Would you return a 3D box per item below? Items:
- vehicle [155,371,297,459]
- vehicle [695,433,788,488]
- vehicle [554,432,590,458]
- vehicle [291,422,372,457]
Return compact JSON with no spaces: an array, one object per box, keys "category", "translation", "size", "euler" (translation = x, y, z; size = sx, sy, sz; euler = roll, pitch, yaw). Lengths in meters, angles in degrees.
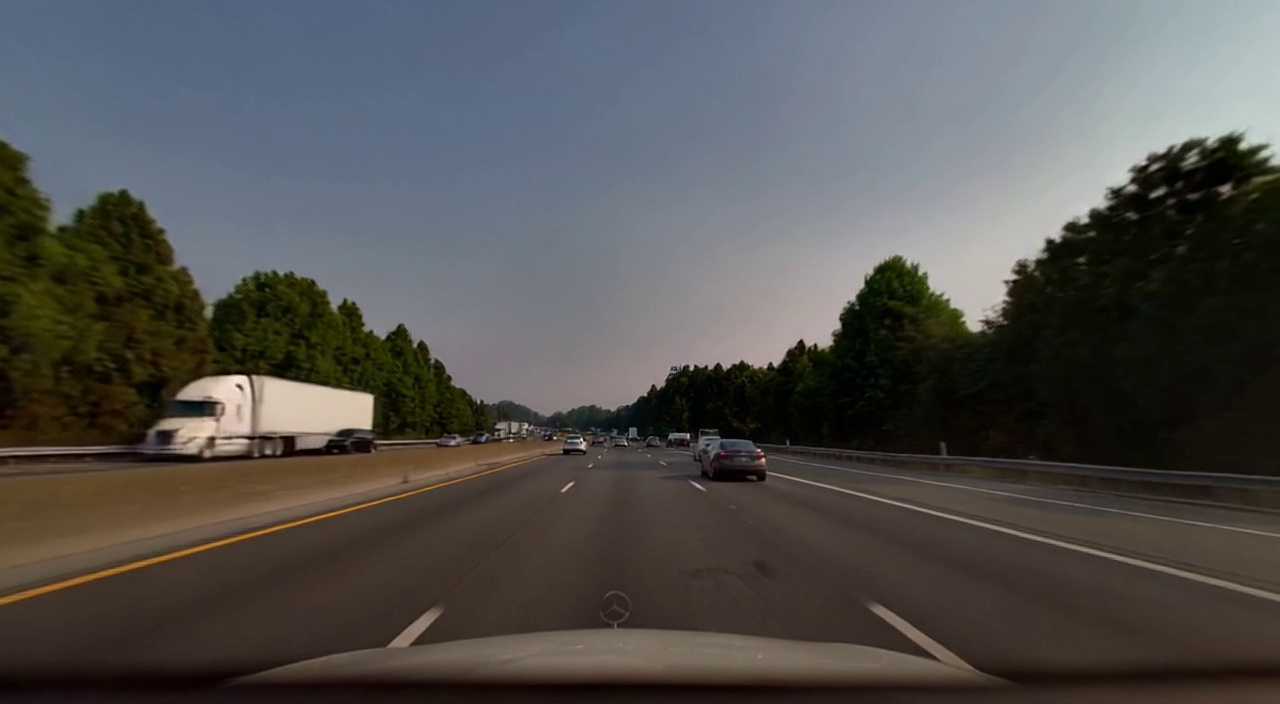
[{"category":"vehicle","translation":[-20.362,3.235,31.540],"size":[2.956,3.974,5.969],"euler":[0,-8,-1]},{"category":"vehicle","translation":[2.921,3.207,19.040],"size":[1.990,1.480,3.865],"euler":[0,-8,-3]},{"category":"vehicle","translation":[-4.587,6.308,43.044],"size":[2.011,1.614,4.808],"euler":[0,-8,-1]},{"category":"vehicle","translation":[-16.624,4.737,34.315],"size":[2.013,1.733,4.867],"euler":[0,-8,-1]}]
